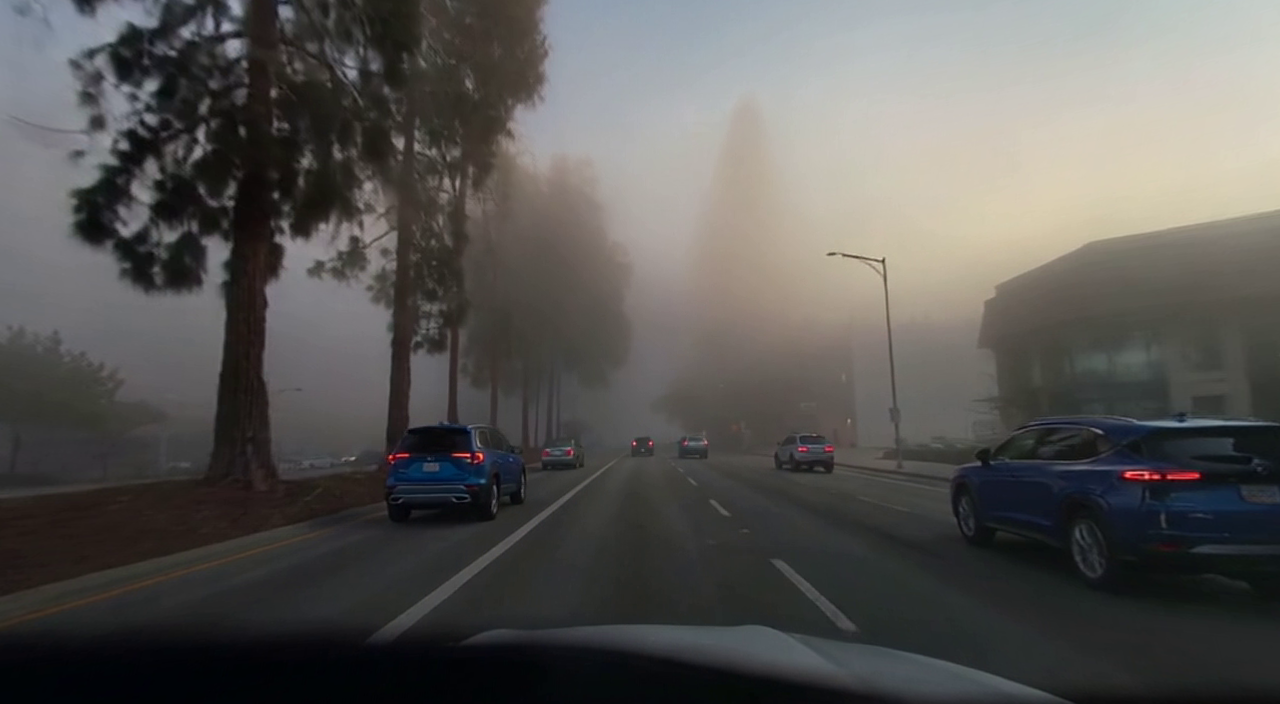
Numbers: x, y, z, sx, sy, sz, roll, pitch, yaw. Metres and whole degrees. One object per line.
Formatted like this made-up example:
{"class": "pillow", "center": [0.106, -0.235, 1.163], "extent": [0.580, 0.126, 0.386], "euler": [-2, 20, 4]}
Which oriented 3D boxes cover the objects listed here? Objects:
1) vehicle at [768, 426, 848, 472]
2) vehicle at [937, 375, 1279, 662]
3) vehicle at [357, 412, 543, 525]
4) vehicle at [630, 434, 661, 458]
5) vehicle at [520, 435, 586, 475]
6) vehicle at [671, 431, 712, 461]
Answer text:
{"class": "vehicle", "center": [7.011, 4.118, 26.829], "extent": [2.076, 1.793, 4.464], "euler": [0, -9, -1]}
{"class": "vehicle", "center": [4.789, 1.289, 5.925], "extent": [2.088, 1.666, 4.512], "euler": [-1, -9, 5]}
{"class": "vehicle", "center": [-3.267, 2.127, 11.953], "extent": [2.141, 1.719, 4.379], "euler": [0, -9, 0]}
{"class": "vehicle", "center": [0.430, 7.379, 49.522], "extent": [2.304, 1.795, 4.526], "euler": [0, -9, 0]}
{"class": "vehicle", "center": [-3.440, 4.187, 25.728], "extent": [2.036, 1.465, 4.301], "euler": [0, -9, 1]}
{"class": "vehicle", "center": [3.307, 6.207, 41.582], "extent": [2.178, 1.804, 4.766], "euler": [0, -9, -1]}
